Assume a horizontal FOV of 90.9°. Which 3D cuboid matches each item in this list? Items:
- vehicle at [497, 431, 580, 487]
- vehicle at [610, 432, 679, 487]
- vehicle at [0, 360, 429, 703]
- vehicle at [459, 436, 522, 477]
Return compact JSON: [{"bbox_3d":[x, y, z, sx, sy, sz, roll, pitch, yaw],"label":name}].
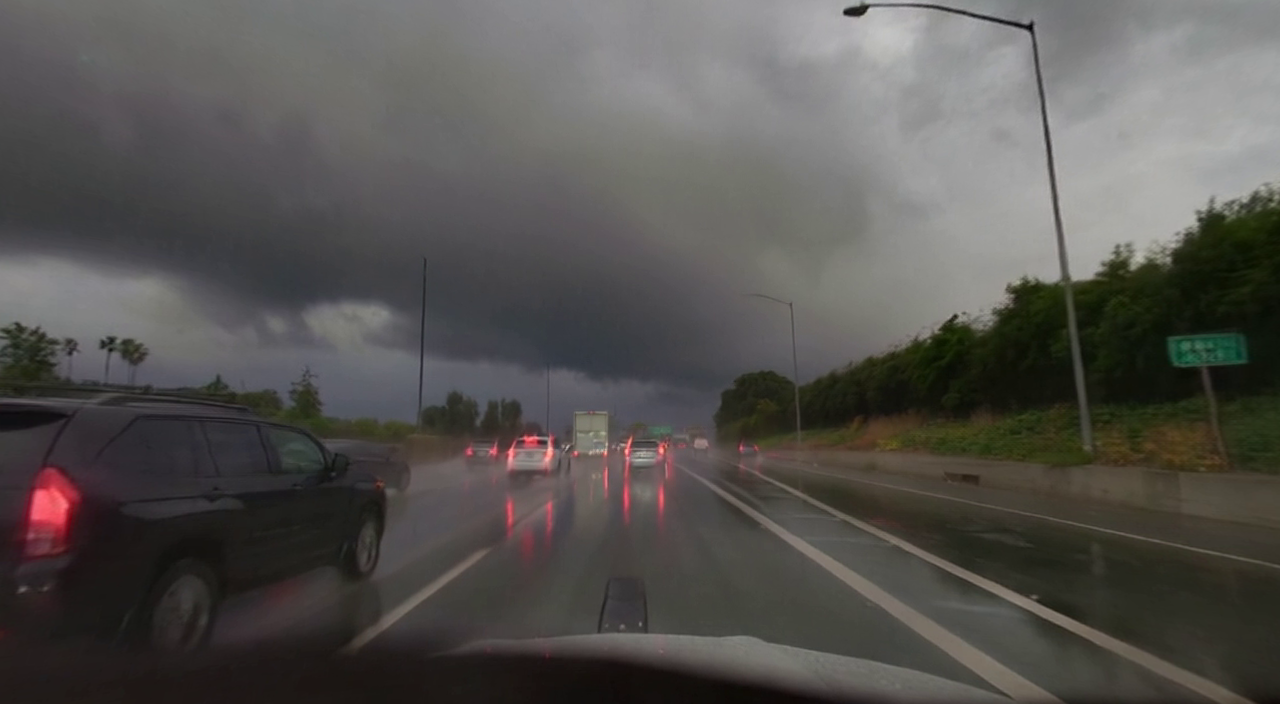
[{"bbox_3d":[-3.505,3.784,22.684,2.125,1.792,4.466,0,-8,2],"label":"vehicle"},{"bbox_3d":[0.153,3.699,22.009,2.180,1.716,3.920,0,-8,0],"label":"vehicle"},{"bbox_3d":[-3.485,1.198,4.794,2.209,1.711,4.296,0,-8,1],"label":"vehicle"},{"bbox_3d":[-7.069,4.980,30.264,1.998,1.770,4.222,0,-8,0],"label":"vehicle"}]
